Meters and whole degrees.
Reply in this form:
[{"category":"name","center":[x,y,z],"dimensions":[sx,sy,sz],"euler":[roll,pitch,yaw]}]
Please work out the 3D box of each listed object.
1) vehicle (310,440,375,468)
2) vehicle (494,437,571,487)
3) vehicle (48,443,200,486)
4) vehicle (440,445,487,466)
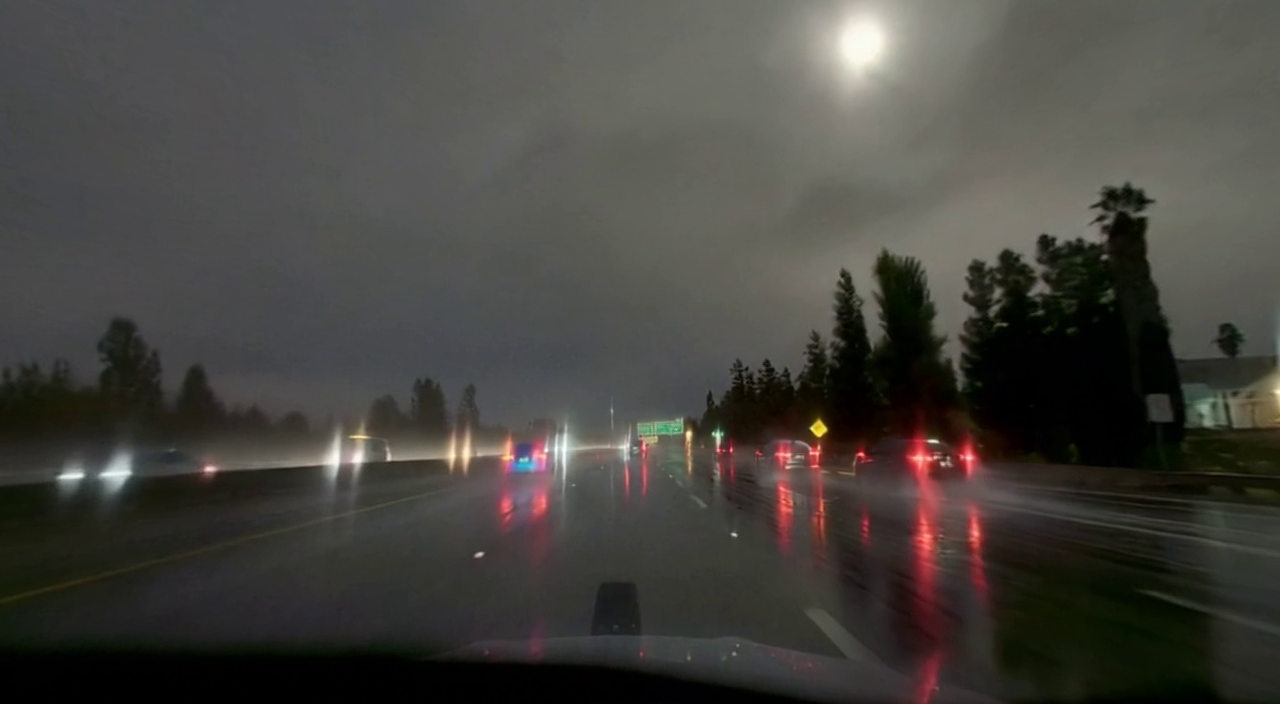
[{"category":"vehicle","center":[-19.721,6.781,42.168],"dimensions":[2.106,1.764,4.578],"euler":[0,-9,0]},{"category":"vehicle","center":[-3.751,3.937,22.929],"dimensions":[1.996,1.617,4.637],"euler":[0,-9,0]},{"category":"vehicle","center":[-19.518,4.251,24.229],"dimensions":[1.962,1.469,4.599],"euler":[0,-8,-1]},{"category":"vehicle","center":[-12.741,7.502,45.881],"dimensions":[2.040,1.444,4.596],"euler":[0,-9,0]}]
